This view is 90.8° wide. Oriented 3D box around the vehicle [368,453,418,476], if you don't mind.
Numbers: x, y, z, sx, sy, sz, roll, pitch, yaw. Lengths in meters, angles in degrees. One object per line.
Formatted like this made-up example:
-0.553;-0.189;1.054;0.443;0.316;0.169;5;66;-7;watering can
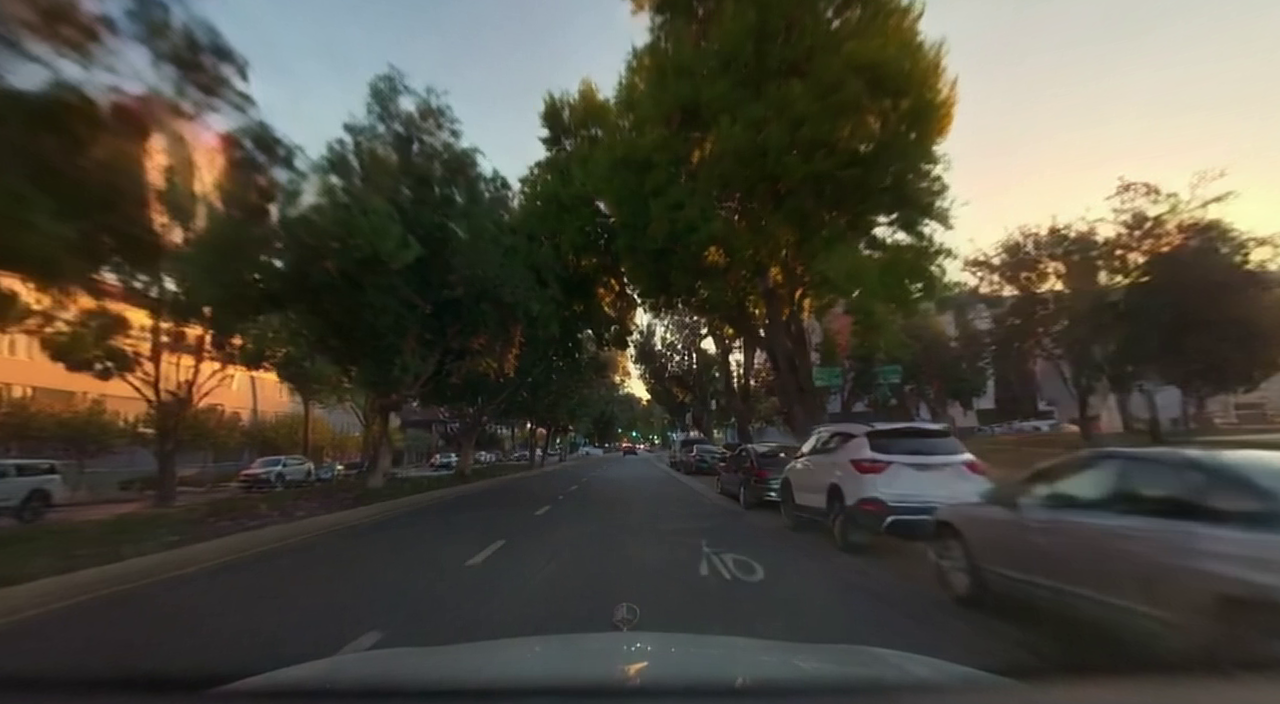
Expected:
-18.127;8.247;46.578;1.932;1.510;4.685;0;-8;-2;vehicle

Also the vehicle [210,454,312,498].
-14.523;4.726;24.448;1.656;1.488;3.677;0;-8;-1;vehicle

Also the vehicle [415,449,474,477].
-11.442;6.495;37.370;1.982;1.515;4.648;0;-8;0;vehicle

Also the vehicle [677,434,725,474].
3.114;5.294;33.037;1.935;1.920;4.397;0;-8;-2;vehicle

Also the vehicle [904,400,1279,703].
3.371;1.104;3.505;1.924;1.492;4.587;0;-8;1;vehicle

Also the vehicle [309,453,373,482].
-18.226;7.037;38.740;1.826;1.544;4.680;0;-8;-2;vehicle
